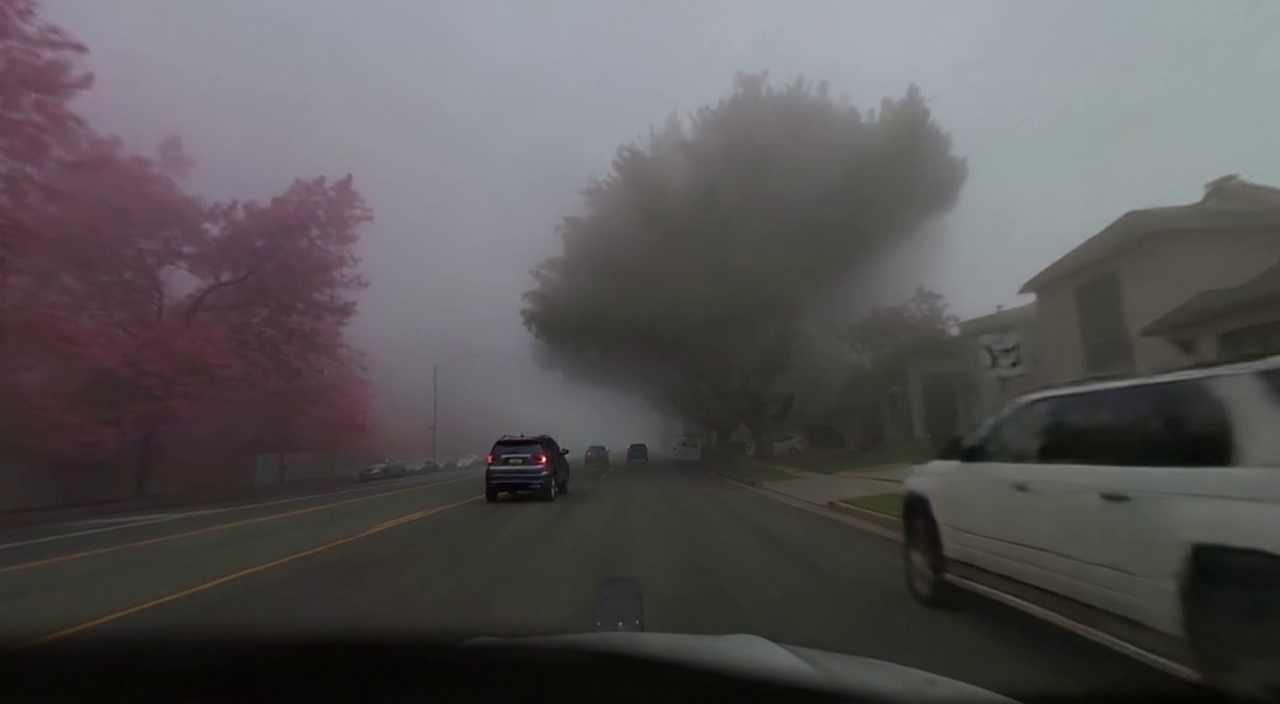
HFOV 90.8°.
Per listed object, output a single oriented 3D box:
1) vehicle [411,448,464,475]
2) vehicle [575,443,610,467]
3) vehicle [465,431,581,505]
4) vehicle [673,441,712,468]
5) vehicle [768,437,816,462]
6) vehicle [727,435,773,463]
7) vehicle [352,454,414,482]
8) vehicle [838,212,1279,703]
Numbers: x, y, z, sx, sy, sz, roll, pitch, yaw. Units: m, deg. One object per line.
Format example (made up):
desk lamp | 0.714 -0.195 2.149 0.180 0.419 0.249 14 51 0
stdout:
vehicle | -14.139 7.642 44.325 2.123 1.770 4.848 0 -9 0
vehicle | -3.300 7.312 45.009 2.167 1.634 4.220 0 -9 0
vehicle | -3.037 3.169 17.711 2.257 1.751 5.028 0 -9 1
vehicle | 3.506 6.929 42.892 2.150 1.655 4.739 0 -9 -1
vehicle | 10.152 6.541 42.596 1.777 1.514 4.140 -2 -8 -6
vehicle | 7.339 6.513 42.613 2.112 1.776 4.555 1 -8 -2
vehicle | -16.346 7.373 40.434 1.870 1.599 5.022 0 -9 0
vehicle | 3.412 0.868 3.973 2.653 2.058 5.096 0 -9 0
